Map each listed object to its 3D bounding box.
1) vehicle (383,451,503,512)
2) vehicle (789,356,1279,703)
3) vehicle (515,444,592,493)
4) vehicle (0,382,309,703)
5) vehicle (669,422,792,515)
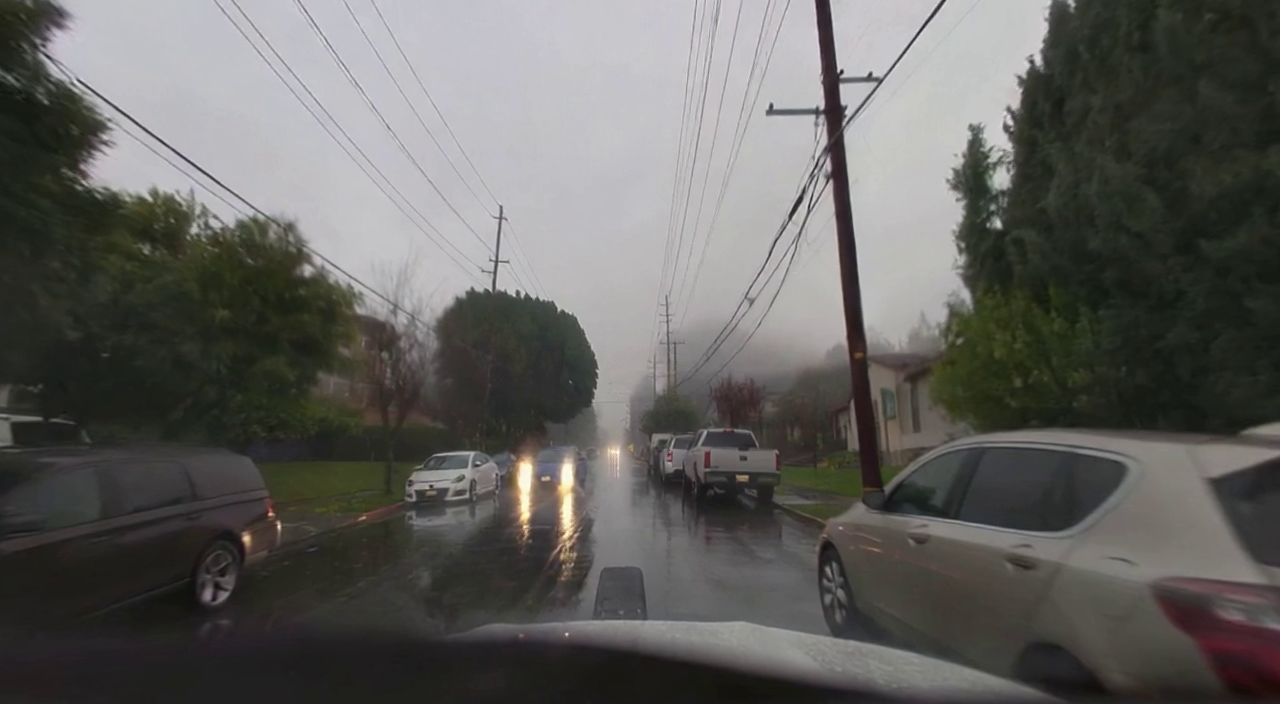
[{"bbox_3d":[-5.321,3.528,17.702,1.932,1.431,4.198,-1,-9,1],"label":"vehicle"},{"bbox_3d":[2.296,0.987,2.695,2.034,1.530,4.790,0,-9,-1],"label":"vehicle"},{"bbox_3d":[-2.911,4.030,22.334,2.060,1.525,4.876,0,-8,0],"label":"vehicle"},{"bbox_3d":[-4.589,1.259,4.408,2.110,1.875,4.603,0,-8,-1],"label":"vehicle"},{"bbox_3d":[1.950,2.704,15.137,2.032,1.839,4.597,1,-9,-3],"label":"vehicle"}]
